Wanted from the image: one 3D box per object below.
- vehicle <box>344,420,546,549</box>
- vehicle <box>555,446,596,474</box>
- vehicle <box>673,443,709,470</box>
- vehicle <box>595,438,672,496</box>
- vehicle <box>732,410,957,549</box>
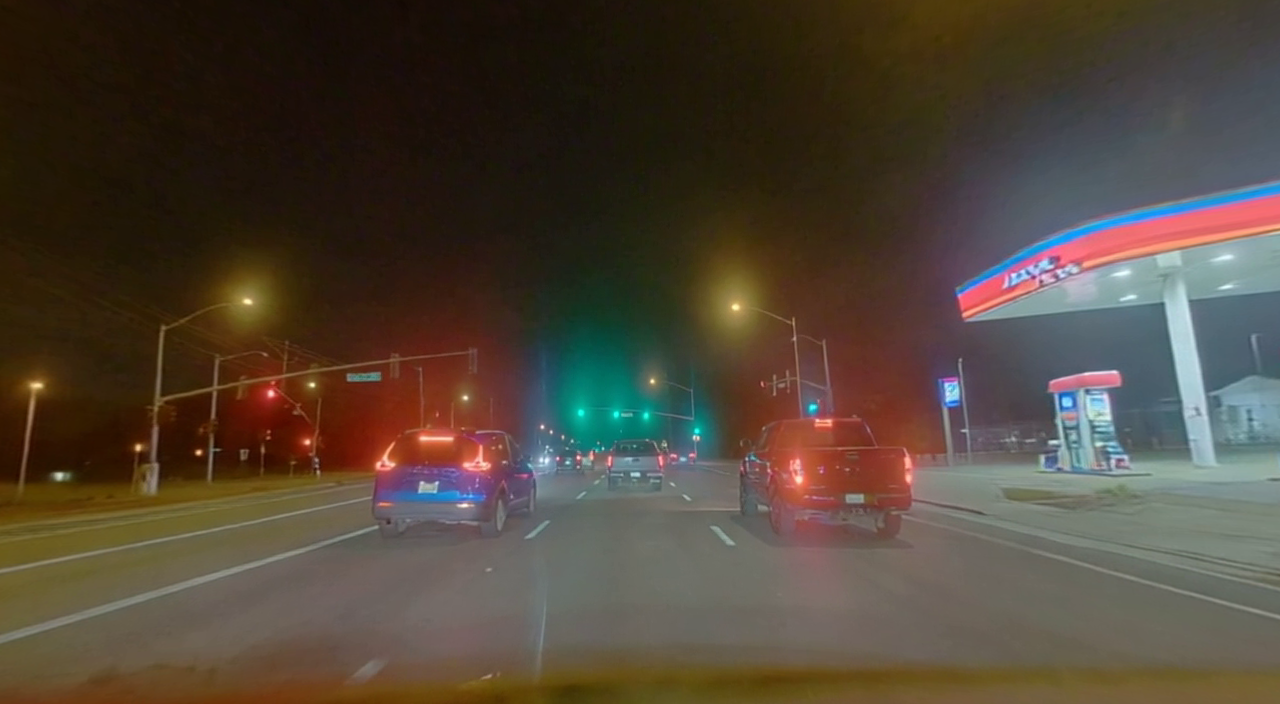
[{"bbox_3d":[-2.981,2.126,10.771,2.019,1.731,4.299,0,-8,0],"label":"vehicle"},{"bbox_3d":[-3.577,6.046,35.582,1.954,1.497,4.078,0,-8,-1],"label":"vehicle"},{"bbox_3d":[3.514,7.269,43.987,2.122,1.745,4.337,0,-8,0],"label":"vehicle"},{"bbox_3d":[-0.203,3.586,20.059,2.181,1.650,4.083,0,-8,-1],"label":"vehicle"},{"bbox_3d":[3.169,2.129,11.290,2.161,1.868,5.321,0,-8,-1],"label":"vehicle"}]
